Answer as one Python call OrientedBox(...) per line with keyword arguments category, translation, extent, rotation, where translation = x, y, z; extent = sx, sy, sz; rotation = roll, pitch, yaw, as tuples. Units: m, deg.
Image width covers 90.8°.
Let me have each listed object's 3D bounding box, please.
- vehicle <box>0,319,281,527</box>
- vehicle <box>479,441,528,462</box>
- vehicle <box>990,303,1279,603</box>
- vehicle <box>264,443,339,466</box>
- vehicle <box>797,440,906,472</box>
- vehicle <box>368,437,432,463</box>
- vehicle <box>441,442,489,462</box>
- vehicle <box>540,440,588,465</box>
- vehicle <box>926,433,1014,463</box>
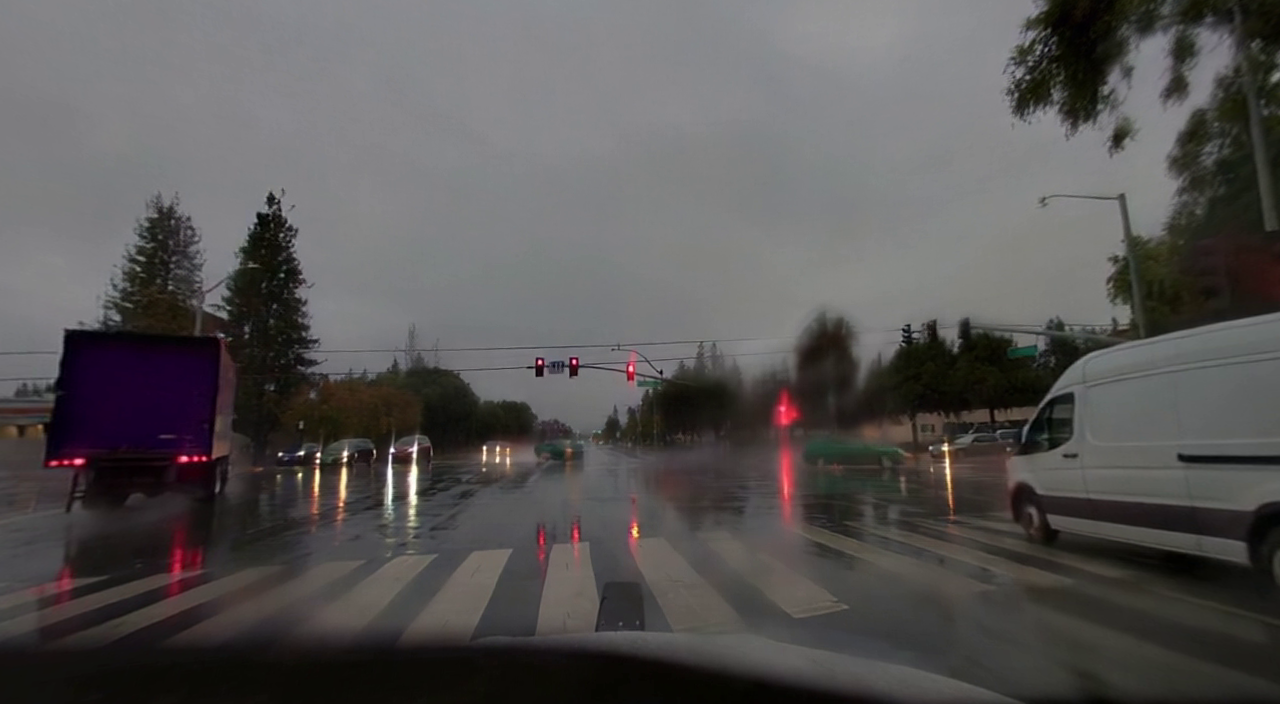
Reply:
OrientedBox(category="vehicle", translation=(-9.844, 1.589, 13.496), extent=(3.112, 3.230, 6.726), rotation=(5, -9, -25))
OrientedBox(category="vehicle", translation=(-10.148, 7.464, 47.384), extent=(2.097, 1.484, 4.596), rotation=(-1, -9, 7))
OrientedBox(category="vehicle", translation=(6.544, 1.065, 6.779), extent=(2.332, 2.511, 5.326), rotation=(0, -9, -2))
OrientedBox(category="vehicle", translation=(-21.831, 6.640, 40.986), extent=(1.859, 1.415, 4.591), rotation=(-1, -9, 8))
OrientedBox(category="vehicle", translation=(9.812, 4.866, 29.604), extent=(4.487, 1.415, 1.911), rotation=(-1, -9, 7))
OrientedBox(category="vehicle", translation=(-17.384, 7.148, 46.005), extent=(2.189, 1.753, 4.785), rotation=(-1, -9, 8))
OrientedBox(category="vehicle", translation=(-13.191, 7.595, 47.859), extent=(1.845, 1.426, 4.289), rotation=(-1, -9, 8))
OrientedBox(category="vehicle", translation=(-4.935, 6.428, 40.456), extent=(2.086, 1.487, 4.846), rotation=(3, -9, -18))
OrientedBox(category="vehicle", translation=(20.051, 5.809, 38.294), extent=(5.244, 1.717, 1.897), rotation=(4, -10, -26))
